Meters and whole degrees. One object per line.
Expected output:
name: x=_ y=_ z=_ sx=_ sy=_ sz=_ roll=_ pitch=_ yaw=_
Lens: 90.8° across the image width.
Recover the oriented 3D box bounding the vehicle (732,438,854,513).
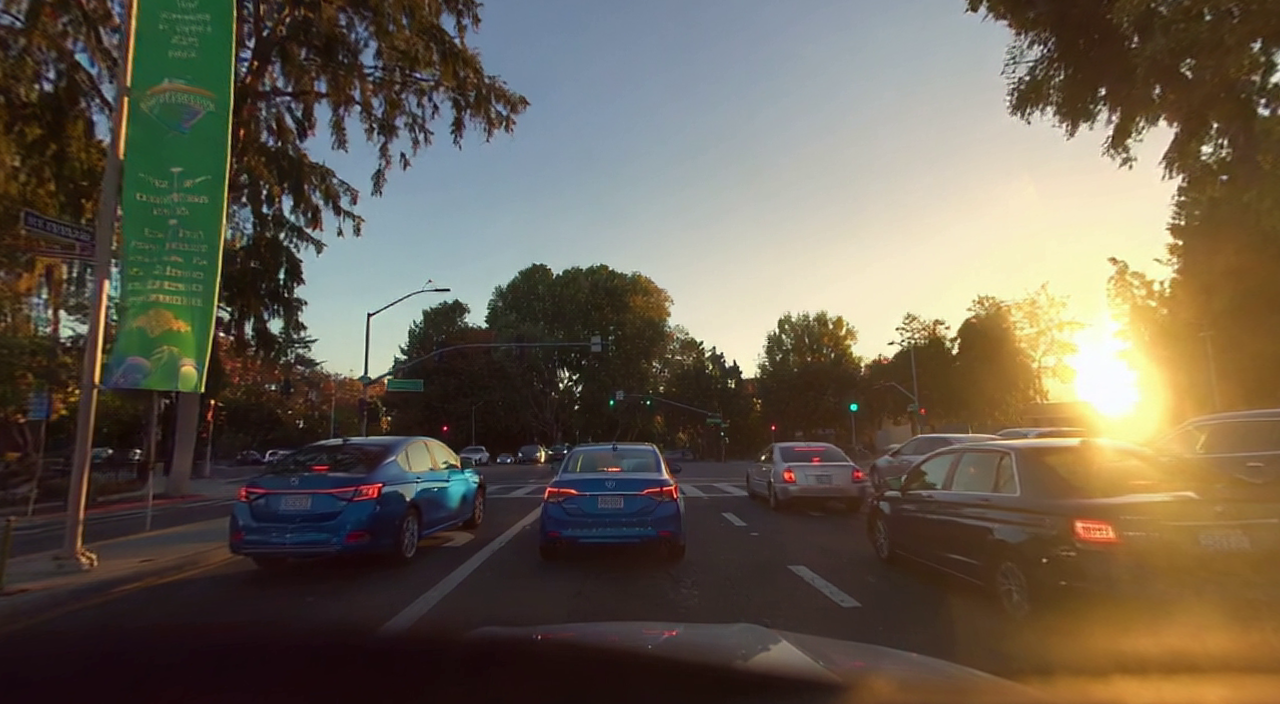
vehicle: x=3.406 y=2.819 z=14.873 sx=1.852 sy=1.498 sz=3.825 roll=0 pitch=-9 yaw=-1

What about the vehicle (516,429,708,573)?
vehicle: x=-0.314 y=1.826 z=8.456 sx=1.994 sy=1.479 sz=3.647 roll=0 pitch=-9 yaw=-1

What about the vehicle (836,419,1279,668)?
vehicle: x=3.596 y=1.480 z=6.073 sx=1.953 sy=1.471 sz=4.470 roll=0 pitch=-9 yaw=0

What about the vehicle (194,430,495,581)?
vehicle: x=-3.370 y=1.812 z=8.291 sx=1.929 sy=1.457 sz=4.136 roll=0 pitch=-9 yaw=0
